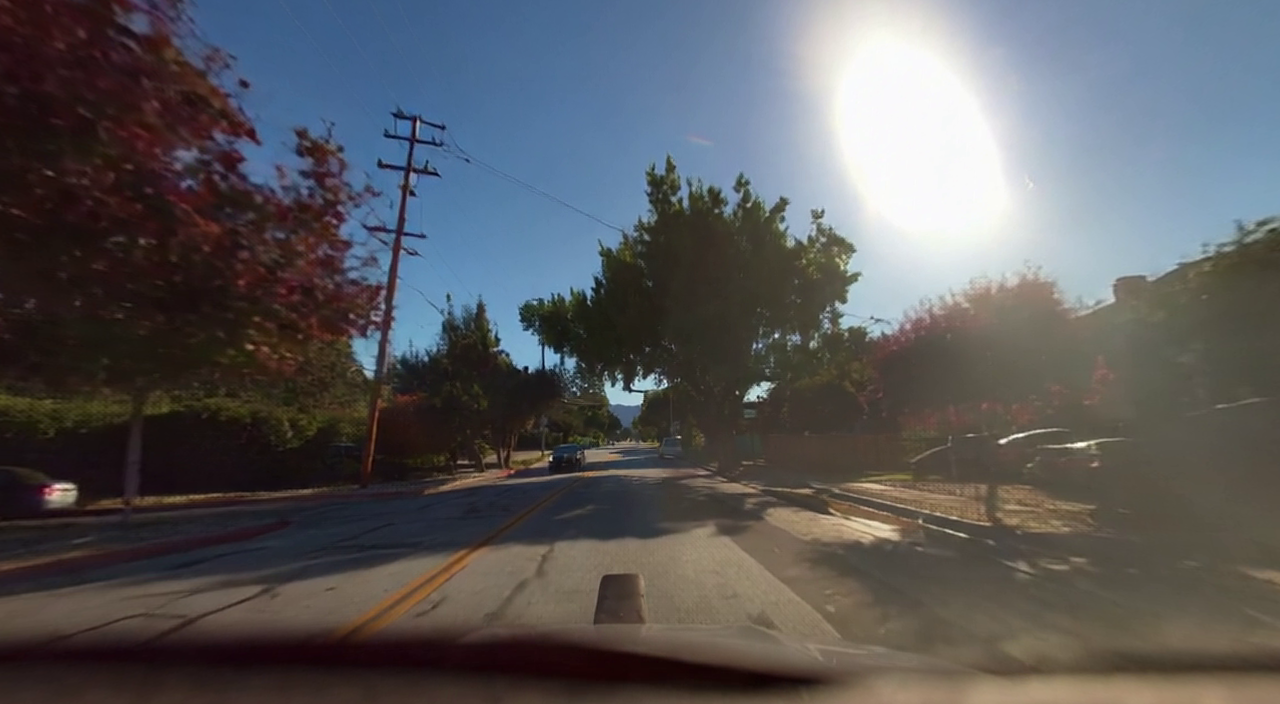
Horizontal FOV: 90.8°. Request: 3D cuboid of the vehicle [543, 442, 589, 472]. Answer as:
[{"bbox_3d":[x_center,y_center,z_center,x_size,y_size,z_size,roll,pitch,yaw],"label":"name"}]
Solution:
[{"bbox_3d":[-3.823,5.471,33.253,1.959,1.473,4.115,0,-8,0],"label":"vehicle"}]
